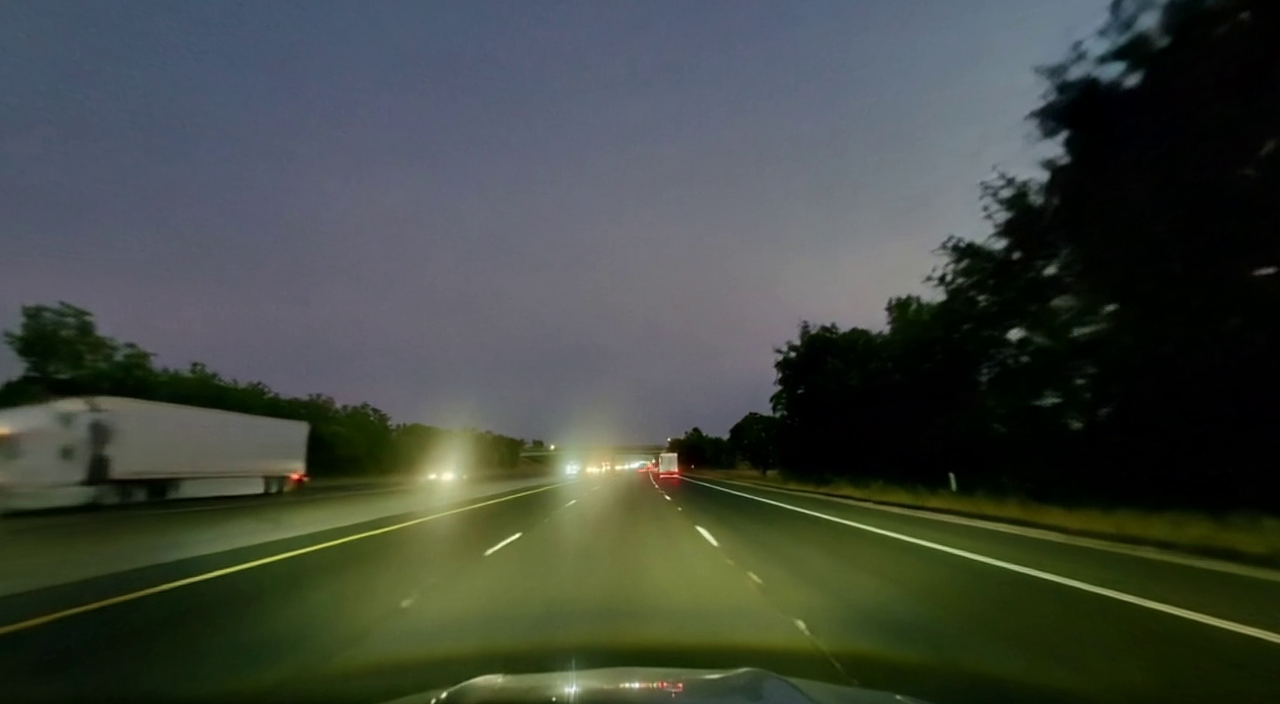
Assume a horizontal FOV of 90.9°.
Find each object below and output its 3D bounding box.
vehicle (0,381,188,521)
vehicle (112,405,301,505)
[{"bbox_3d":[-20.551,3.399,21.365,2.936,4.096,9.901,1,-10,0],"label":"vehicle"},{"bbox_3d":[-20.587,5.120,30.913,2.898,4.126,8.607,1,-10,0],"label":"vehicle"}]
